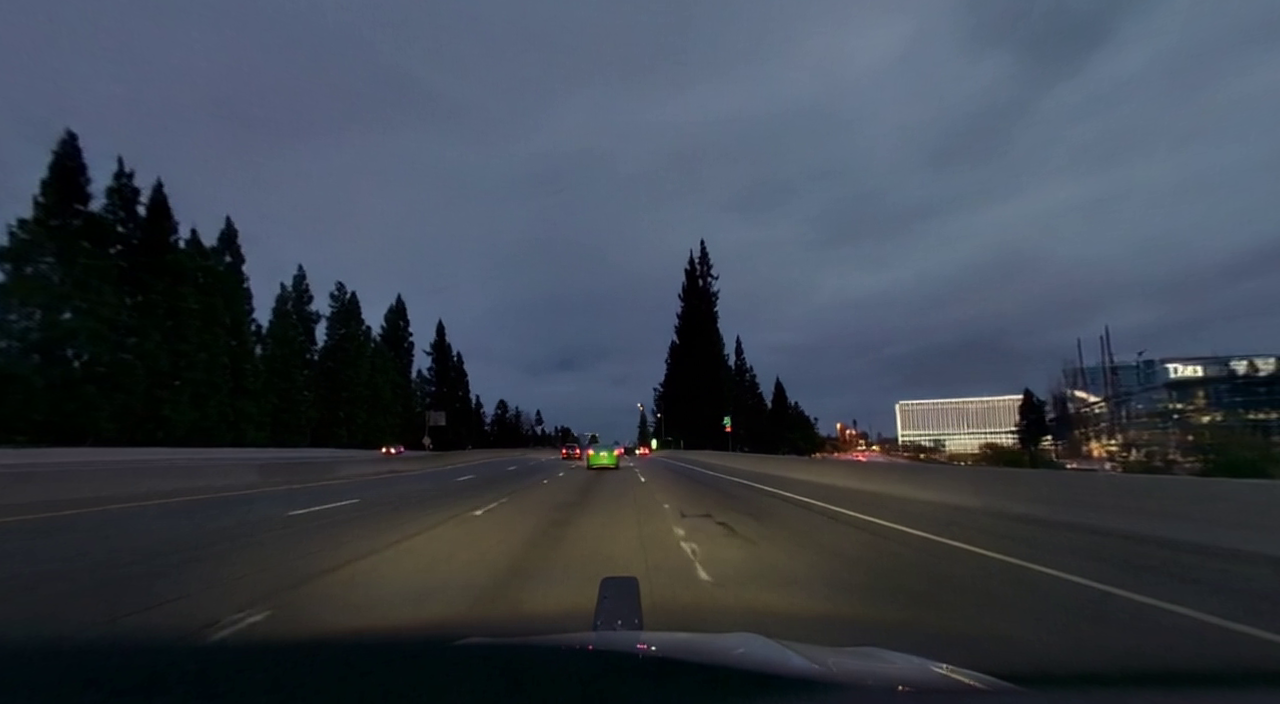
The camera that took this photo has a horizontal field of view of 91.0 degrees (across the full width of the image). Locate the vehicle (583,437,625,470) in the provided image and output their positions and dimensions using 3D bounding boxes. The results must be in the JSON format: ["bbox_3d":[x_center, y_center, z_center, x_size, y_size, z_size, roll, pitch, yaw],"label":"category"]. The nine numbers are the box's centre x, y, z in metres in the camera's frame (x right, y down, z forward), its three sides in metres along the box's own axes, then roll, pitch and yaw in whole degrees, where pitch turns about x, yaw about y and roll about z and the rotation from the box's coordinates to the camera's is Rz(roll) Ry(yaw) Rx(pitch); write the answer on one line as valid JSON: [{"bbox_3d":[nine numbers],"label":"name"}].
[{"bbox_3d":[-2.100,6.082,37.872,2.302,1.810,4.707,0,-8,-1],"label":"vehicle"}]
